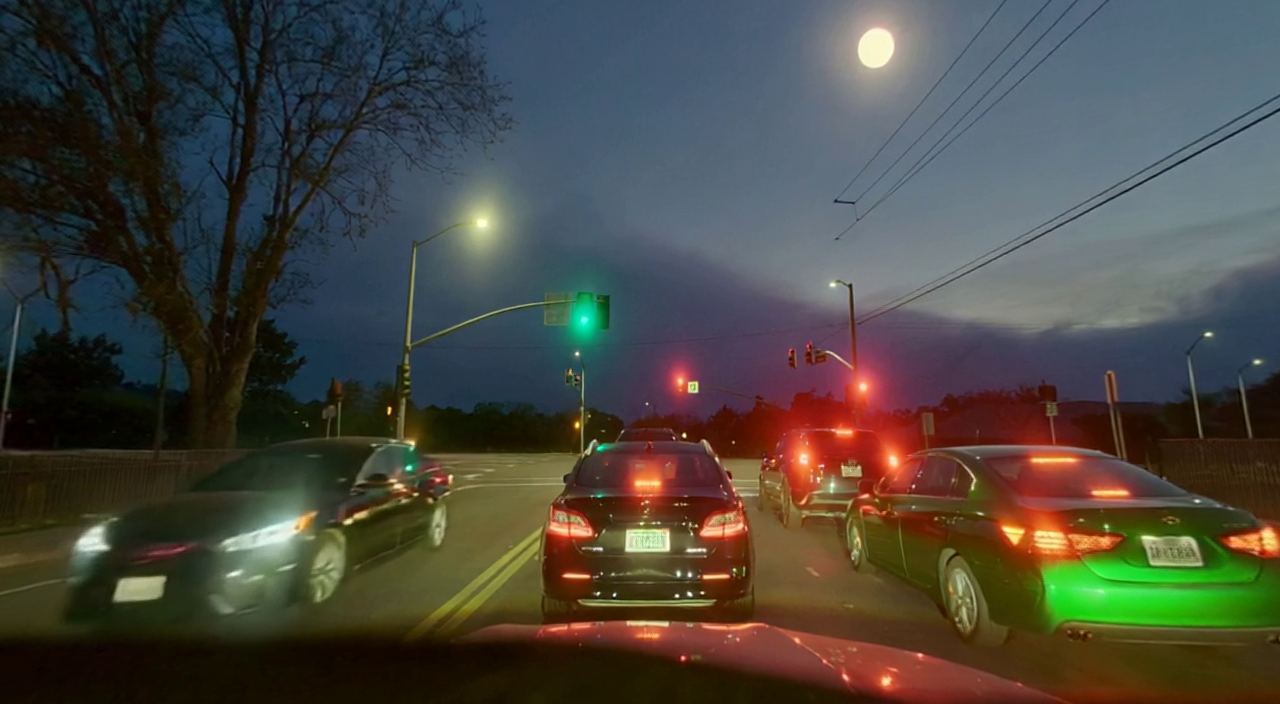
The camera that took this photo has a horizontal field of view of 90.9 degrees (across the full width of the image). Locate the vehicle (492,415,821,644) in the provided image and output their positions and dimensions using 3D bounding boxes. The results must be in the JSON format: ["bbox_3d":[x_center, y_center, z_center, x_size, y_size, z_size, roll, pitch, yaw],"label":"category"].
[{"bbox_3d":[0.074,1.498,6.420,2.170,1.497,4.369,0,-8,-1],"label":"vehicle"}]

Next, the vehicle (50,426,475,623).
[{"bbox_3d":[-3.419,1.627,7.018,1.959,1.456,4.488,0,-8,0],"label":"vehicle"}]

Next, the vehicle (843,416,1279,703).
[{"bbox_3d":[3.085,1.237,4.137,2.027,1.432,4.431,0,-8,0],"label":"vehicle"}]
